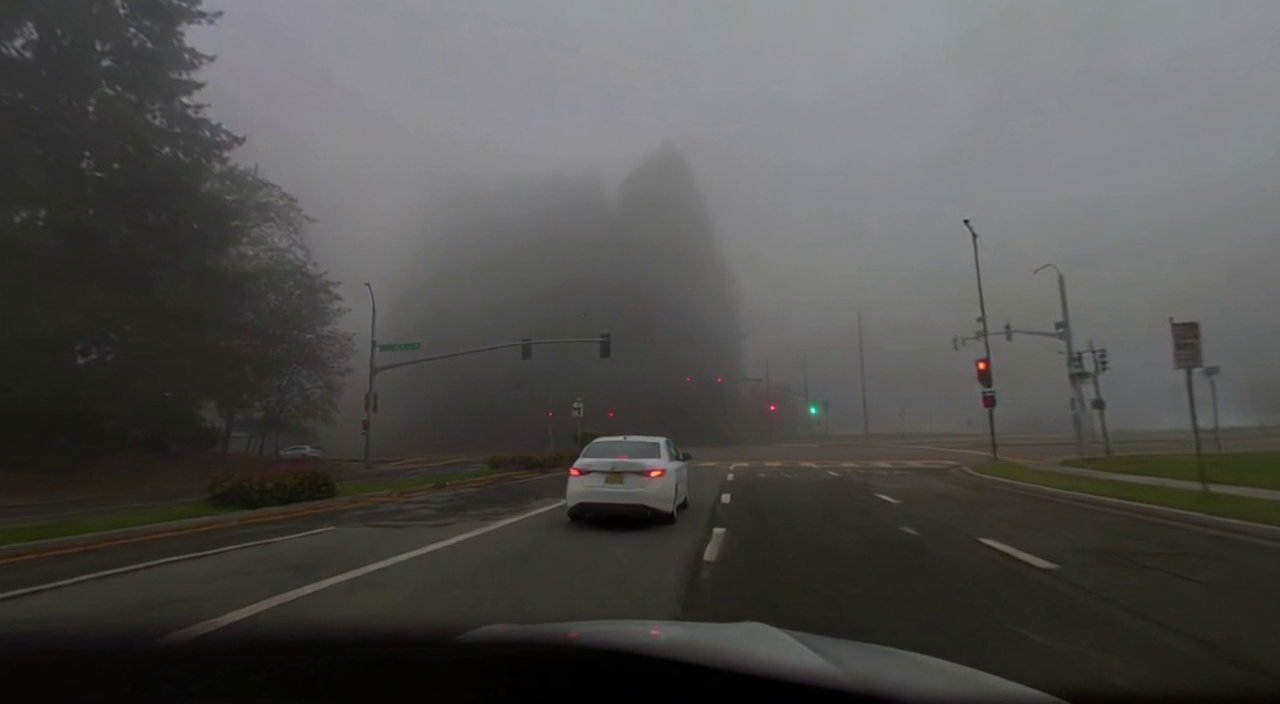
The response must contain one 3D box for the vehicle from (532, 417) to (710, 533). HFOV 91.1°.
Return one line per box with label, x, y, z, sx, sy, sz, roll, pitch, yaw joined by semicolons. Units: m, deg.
vehicle;-0.026;2.066;11.223;2.139;1.564;4.901;-1;-9;10
